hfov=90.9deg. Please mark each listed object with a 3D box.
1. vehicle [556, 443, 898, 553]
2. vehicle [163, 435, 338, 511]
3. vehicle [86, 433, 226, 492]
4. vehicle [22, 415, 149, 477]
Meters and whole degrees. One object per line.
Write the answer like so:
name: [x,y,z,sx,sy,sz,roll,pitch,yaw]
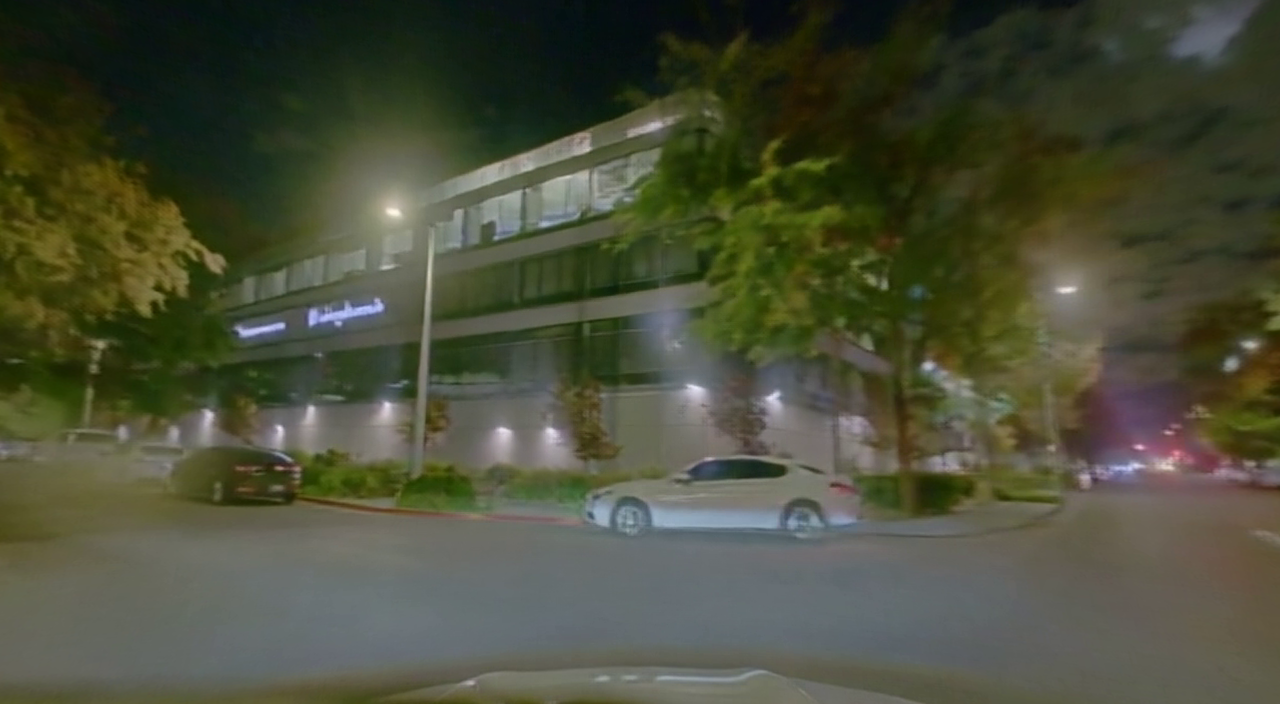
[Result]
vehicle: [1.214,2.236,9.876,4.770,1.448,1.983,1,-11,0]
vehicle: [-8.998,2.742,14.482,4.118,1.482,1.889,-7,-13,36]
vehicle: [-13.965,3.169,18.107,4.498,1.479,1.815,-7,-13,35]
vehicle: [-19.880,3.410,22.516,4.898,1.972,2.242,-7,-13,37]
